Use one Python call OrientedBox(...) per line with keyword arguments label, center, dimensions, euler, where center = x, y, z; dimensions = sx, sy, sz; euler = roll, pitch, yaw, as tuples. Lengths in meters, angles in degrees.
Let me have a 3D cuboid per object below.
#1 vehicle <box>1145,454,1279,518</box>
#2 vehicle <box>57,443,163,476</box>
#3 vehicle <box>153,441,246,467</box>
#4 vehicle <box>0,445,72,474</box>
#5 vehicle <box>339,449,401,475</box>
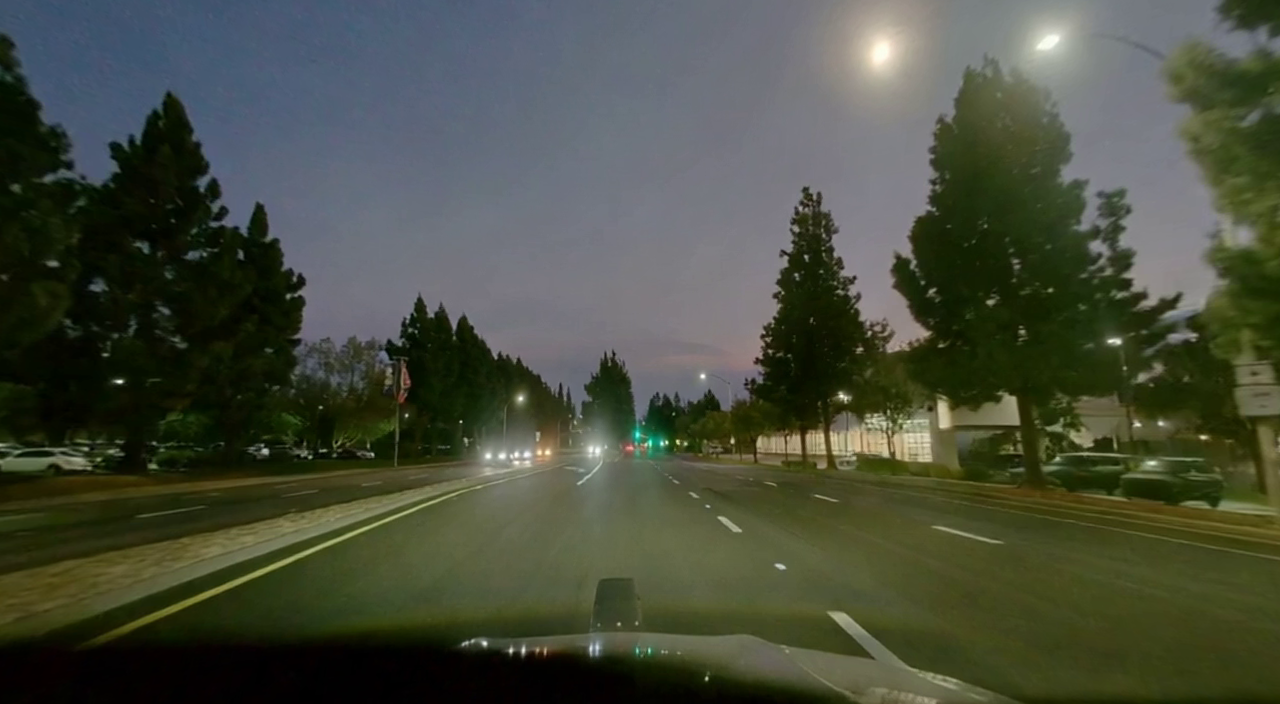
OrientedBox(label="vehicle", center=(20.394, 4.401, 21.041), dimensions=(5.097, 1.936, 2.254), euler=(0, -9, 1))
OrientedBox(label="vehicle", center=(-29.580, 5.989, 35.494), dimensions=(1.950, 1.696, 4.597), euler=(0, -8, 0))
OrientedBox(label="vehicle", center=(-30.658, 7.101, 44.199), dimensions=(5.107, 1.753, 1.963), euler=(5, -10, -31))
OrientedBox(label="vehicle", center=(-35.138, 6.076, 35.964), dimensions=(1.736, 1.414, 4.170), euler=(2, -8, -2))
OrientedBox(label="vehicle", center=(-16.415, 6.679, 38.624), dimensions=(1.876, 1.460, 4.433), euler=(0, -8, -1))
